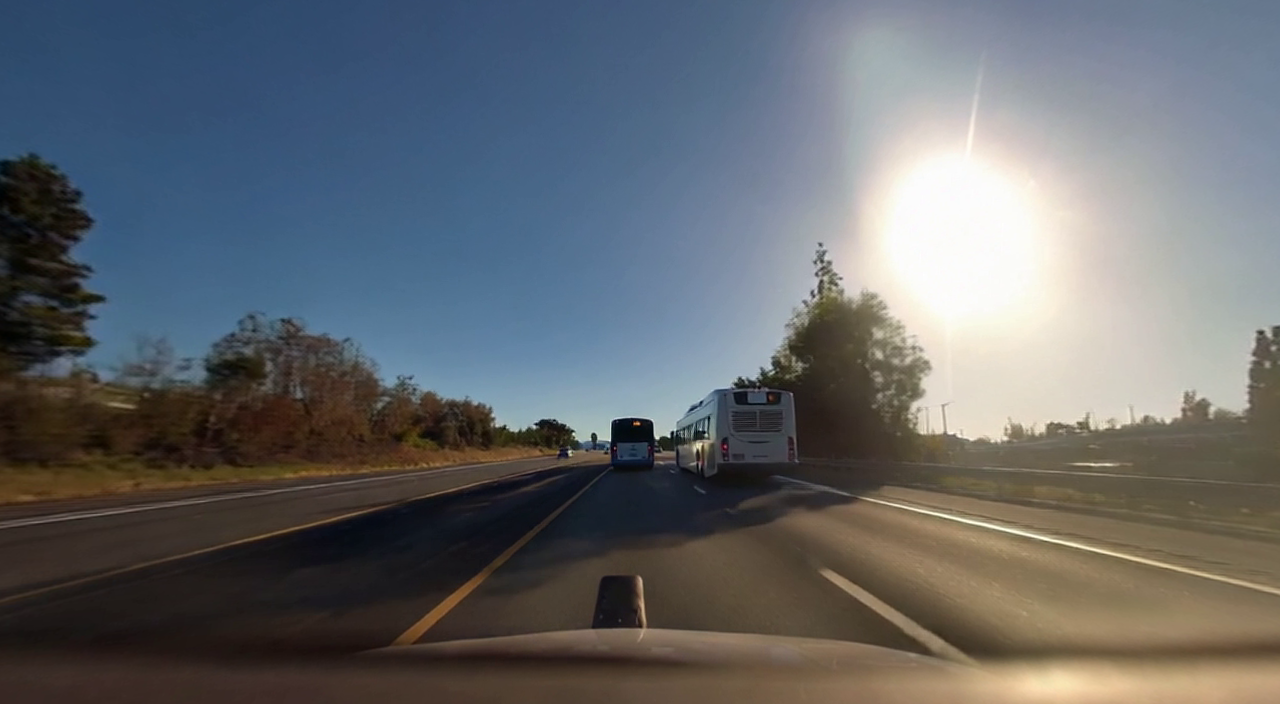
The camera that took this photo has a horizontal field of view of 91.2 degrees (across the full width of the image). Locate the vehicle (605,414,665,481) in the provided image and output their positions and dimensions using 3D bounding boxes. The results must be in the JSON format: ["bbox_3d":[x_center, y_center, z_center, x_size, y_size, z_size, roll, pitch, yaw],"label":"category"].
[{"bbox_3d":[-0.199,4.291,28.274,2.414,2.675,5.574,-1,-9,0],"label":"vehicle"}]

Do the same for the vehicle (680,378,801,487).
[{"bbox_3d":[3.836,3.706,27.901,3.074,3.668,12.805,0,-9,-1],"label":"vehicle"}]
